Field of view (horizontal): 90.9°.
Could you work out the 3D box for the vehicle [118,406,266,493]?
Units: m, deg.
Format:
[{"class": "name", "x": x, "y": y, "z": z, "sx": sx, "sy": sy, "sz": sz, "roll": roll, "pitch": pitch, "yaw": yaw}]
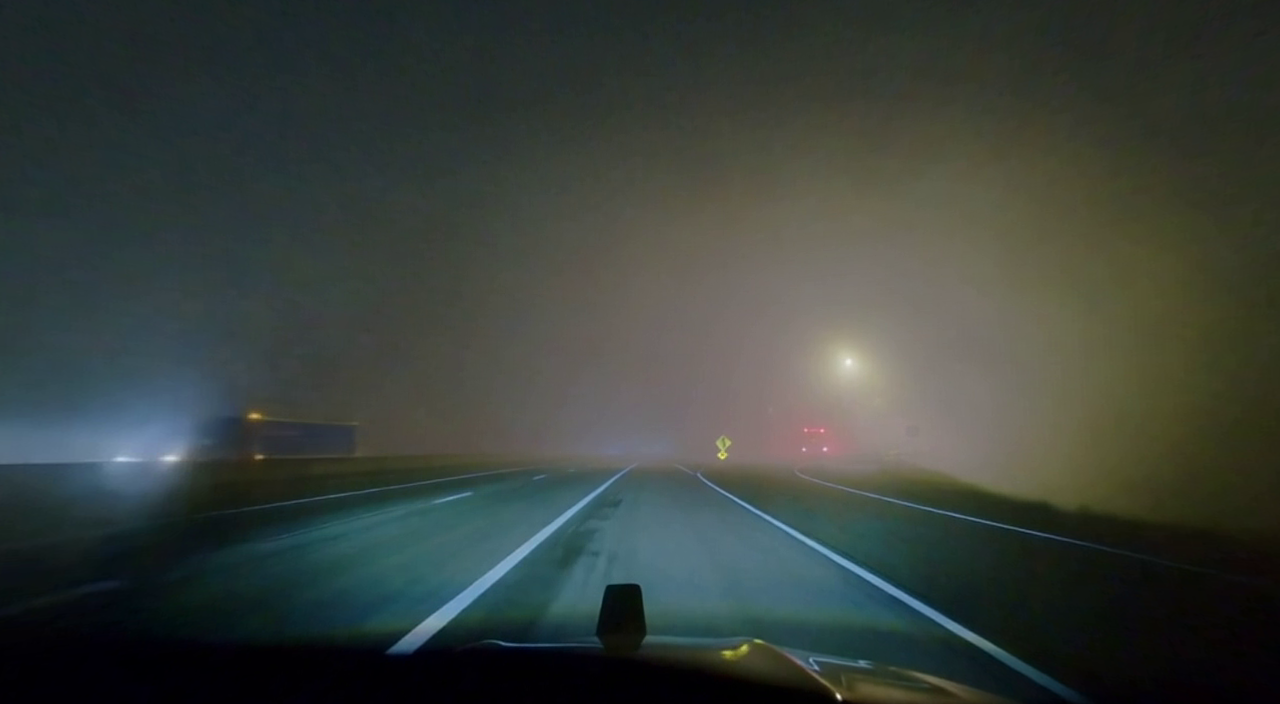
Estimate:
[{"class": "vehicle", "x": -22.787, "y": 5.019, "z": 32.577, "sx": 2.994, "sy": 4.039, "sz": 5.976, "roll": 0, "pitch": -9, "yaw": 1}]
